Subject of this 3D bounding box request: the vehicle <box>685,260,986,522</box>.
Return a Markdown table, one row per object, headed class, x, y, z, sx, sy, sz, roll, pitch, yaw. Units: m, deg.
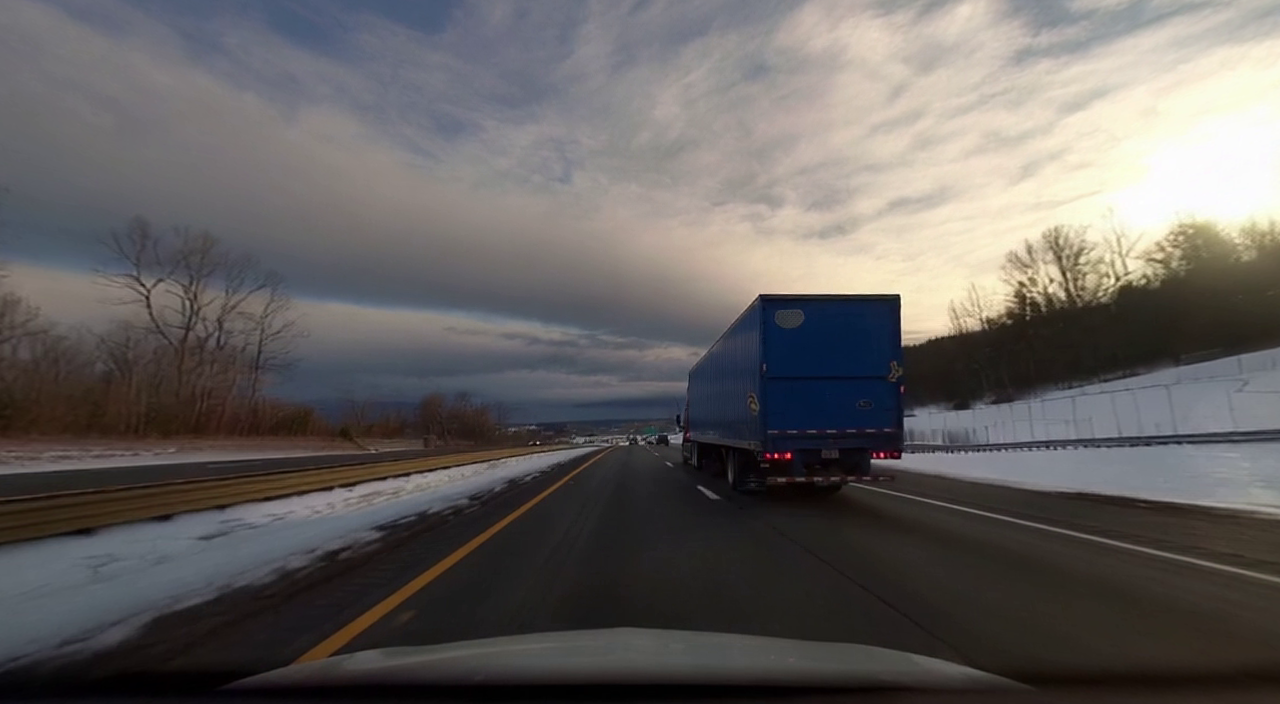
| class | x | y | z | sx | sy | sz | roll | pitch | yaw |
| --- | --- | --- | --- | --- | --- | --- | --- | --- | --- |
| vehicle | 3.736 | 1.730 | 18.741 | 3.203 | 4.273 | 17.131 | 0 | -8 | -1 |
